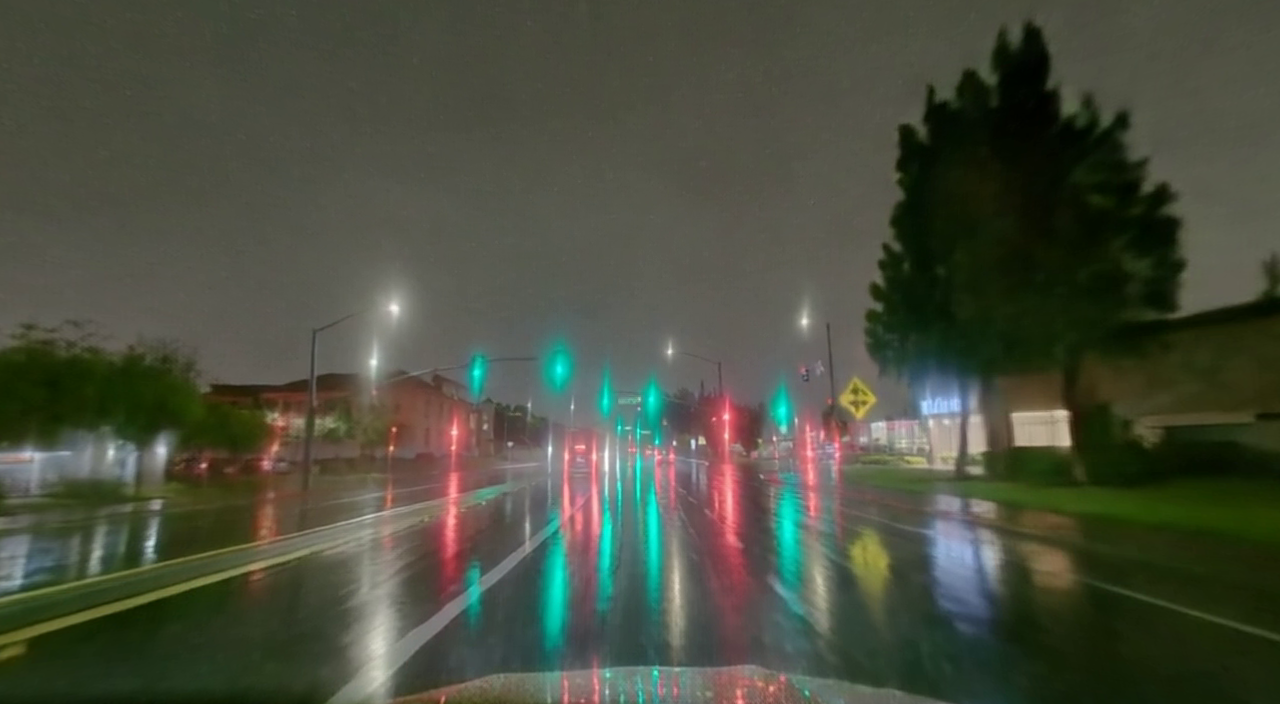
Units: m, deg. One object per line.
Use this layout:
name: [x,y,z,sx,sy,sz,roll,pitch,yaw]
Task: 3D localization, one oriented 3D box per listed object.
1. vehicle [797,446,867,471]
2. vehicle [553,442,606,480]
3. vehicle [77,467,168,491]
vehicle: [14.512,8.060,47.810,4.634,1.449,1.936,-4,-7,-1]
vehicle: [-3.044,5.564,32.549,2.250,1.791,4.300,0,-8,1]
vehicle: [-35.777,8.755,43.604,4.657,1.455,1.994,0,-8,4]
